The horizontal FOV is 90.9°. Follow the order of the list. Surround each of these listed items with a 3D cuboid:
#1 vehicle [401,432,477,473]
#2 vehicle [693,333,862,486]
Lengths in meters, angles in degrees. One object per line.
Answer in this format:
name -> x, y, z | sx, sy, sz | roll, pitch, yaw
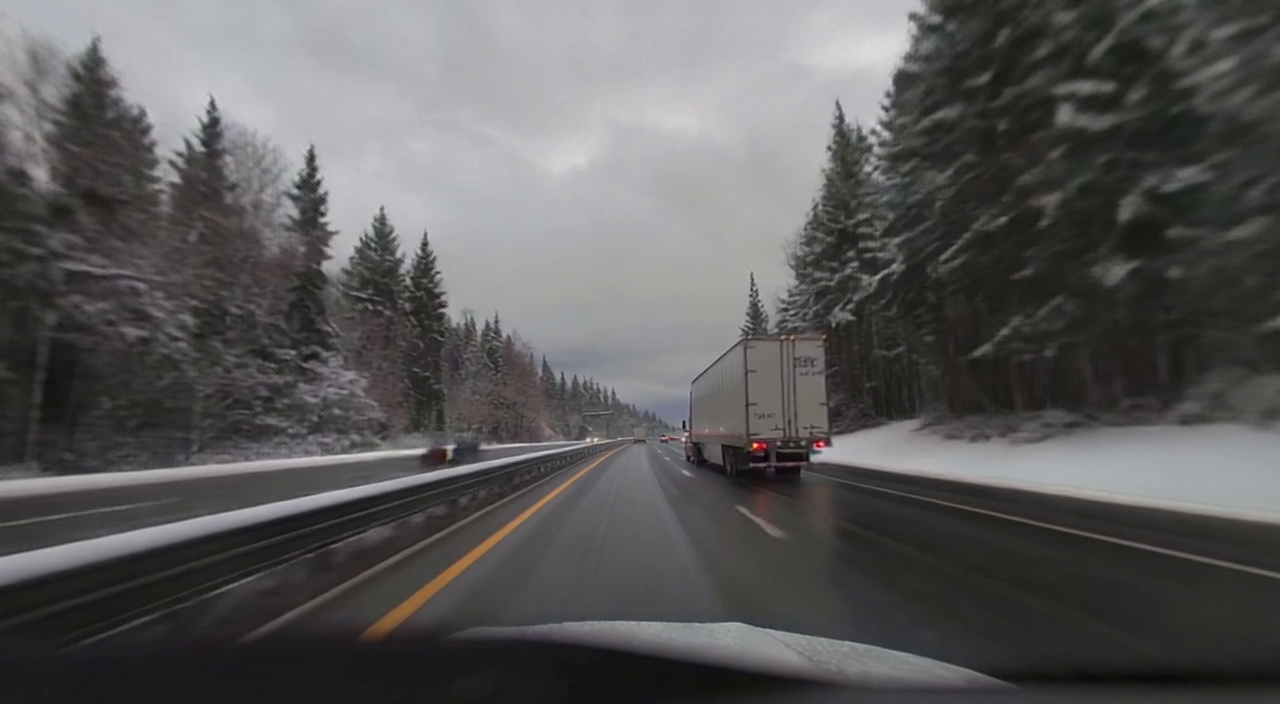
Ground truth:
vehicle -> -8.943, 4.482, 28.455 | 1.997, 1.668, 4.492 | 0, -8, 0
vehicle -> 4.172, 2.396, 23.528 | 2.951, 4.007, 13.976 | 0, -7, -1
